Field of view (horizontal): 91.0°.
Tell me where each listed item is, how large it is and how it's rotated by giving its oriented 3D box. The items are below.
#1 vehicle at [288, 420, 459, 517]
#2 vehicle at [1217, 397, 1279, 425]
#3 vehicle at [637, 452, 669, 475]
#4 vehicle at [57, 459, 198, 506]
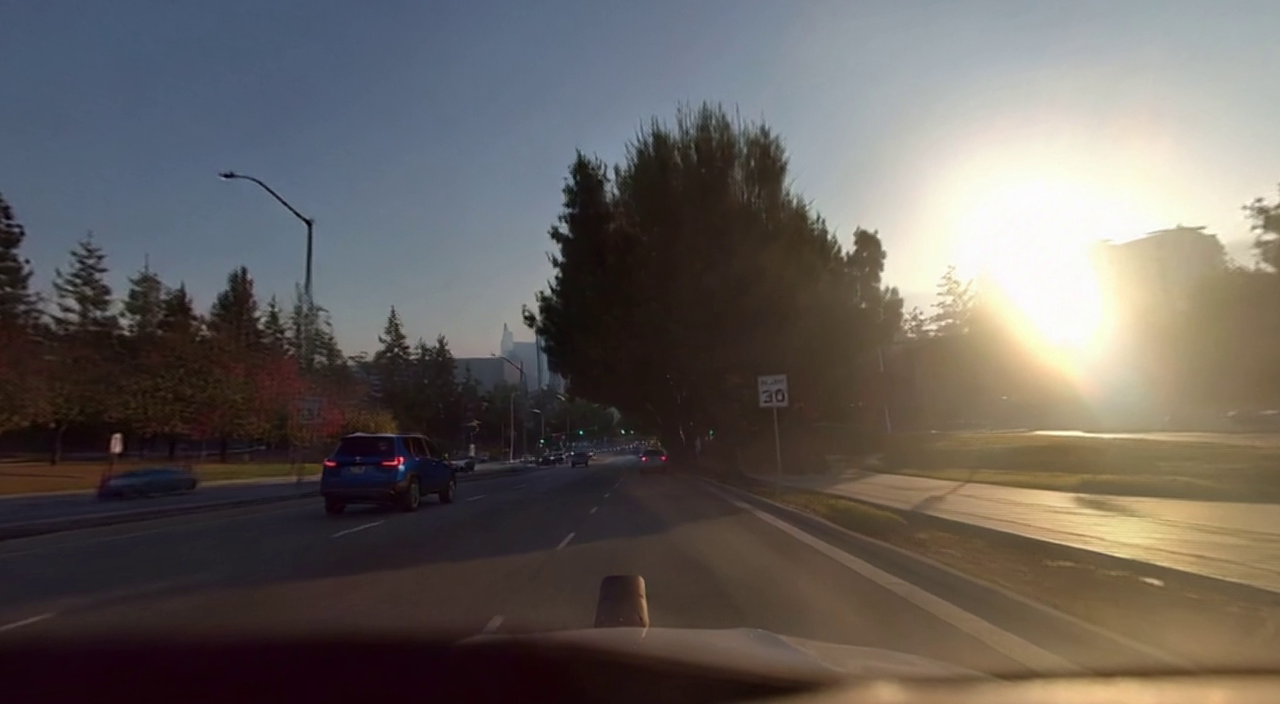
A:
[{"bbox_3d":[-5.892,2.615,14.620,2.027,1.908,4.273,0,-8,1],"label":"vehicle"},{"bbox_3d":[38.943,3.733,39.429,1.772,1.504,4.322,-1,-9,5],"label":"vehicle"},{"bbox_3d":[0.863,7.818,44.225,2.091,1.494,3.962,0,-8,-1],"label":"vehicle"},{"bbox_3d":[-19.111,4.845,23.767,1.864,1.514,4.079,0,-8,0],"label":"vehicle"}]
